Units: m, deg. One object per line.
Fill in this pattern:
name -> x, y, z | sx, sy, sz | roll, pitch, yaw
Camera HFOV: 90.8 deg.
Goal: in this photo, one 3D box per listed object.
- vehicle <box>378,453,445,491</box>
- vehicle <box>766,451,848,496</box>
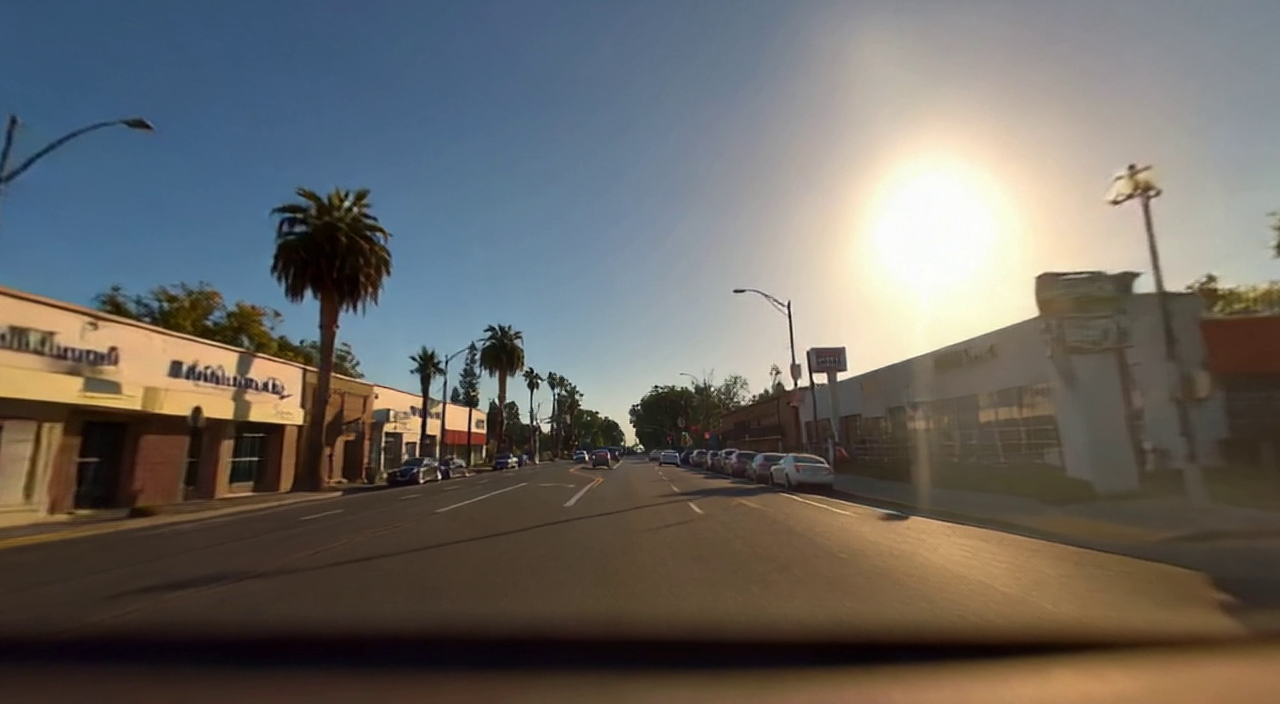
vehicle -> -13.010, 6.816, 36.310 | 1.975, 1.570, 5.265 | -8, -7, -3
vehicle -> 6.377, 4.665, 24.690 | 1.840, 1.503, 4.760 | 0, -9, -1
